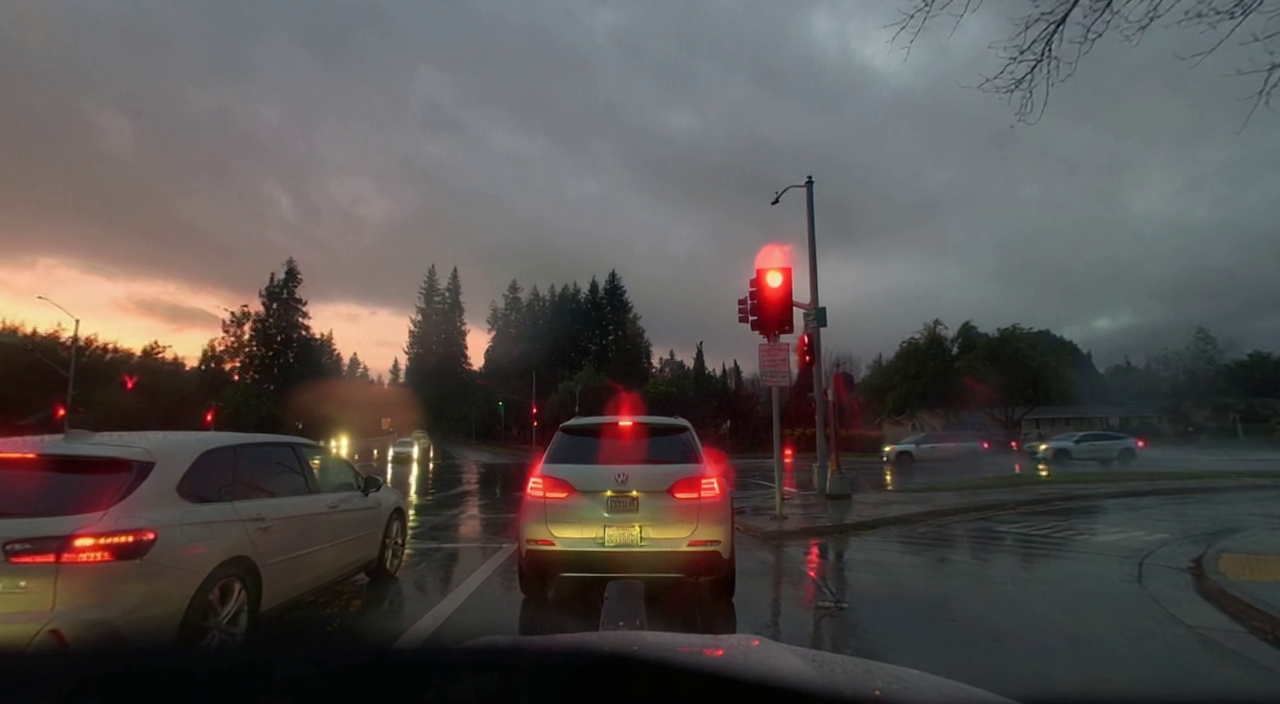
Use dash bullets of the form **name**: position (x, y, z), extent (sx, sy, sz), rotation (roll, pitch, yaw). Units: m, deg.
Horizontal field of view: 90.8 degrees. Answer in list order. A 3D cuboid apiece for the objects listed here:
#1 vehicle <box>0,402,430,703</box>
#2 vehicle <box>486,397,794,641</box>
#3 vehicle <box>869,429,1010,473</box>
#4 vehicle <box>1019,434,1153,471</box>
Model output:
- **vehicle**: position (-3.301, 1.272, 4.730), extent (2.035, 1.492, 4.415), rotation (0, -9, -2)
- **vehicle**: position (-0.141, 1.470, 6.567), extent (2.154, 1.670, 4.140), rotation (1, -9, -4)
- **vehicle**: position (12.562, 4.197, 26.809), extent (4.887, 1.769, 2.035), rotation (-1, -9, 5)
- **vehicle**: position (20.621, 4.650, 29.399), extent (4.639, 1.621, 1.867), rotation (-1, -9, 6)
